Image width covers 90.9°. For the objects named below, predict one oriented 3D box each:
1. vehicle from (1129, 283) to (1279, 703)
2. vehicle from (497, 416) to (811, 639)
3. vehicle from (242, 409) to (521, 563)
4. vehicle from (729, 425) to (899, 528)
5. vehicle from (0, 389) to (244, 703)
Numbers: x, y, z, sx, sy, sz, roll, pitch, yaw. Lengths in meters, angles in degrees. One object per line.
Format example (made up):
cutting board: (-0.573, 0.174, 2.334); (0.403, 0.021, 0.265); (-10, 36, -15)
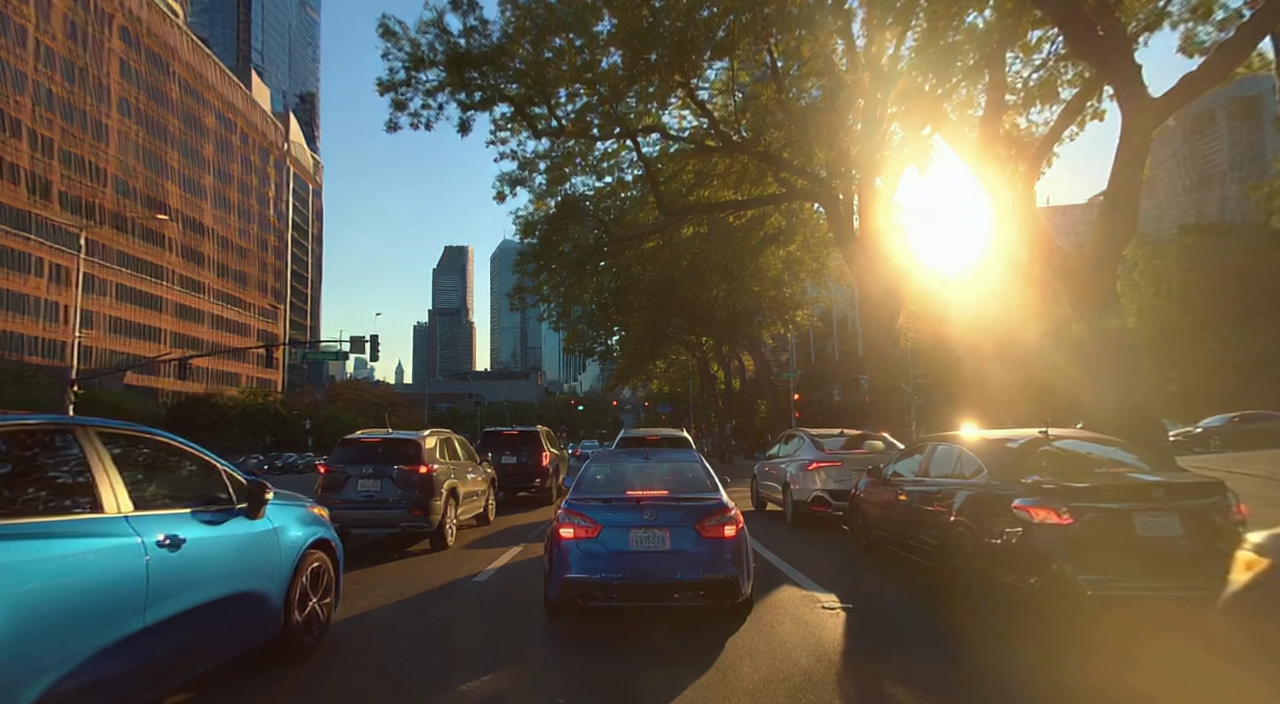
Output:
vehicle: (3.060, 0.432, 0.302); (2.108, 1.785, 4.334); (0, -9, 0)
vehicle: (0.089, 1.502, 6.372); (2.147, 1.507, 3.953); (0, -8, 0)
vehicle: (-3.371, 1.864, 9.487); (2.168, 1.719, 4.561); (-1, -9, 1)
vehicle: (3.157, 2.356, 12.501); (2.110, 1.661, 4.295); (0, -9, 0)
vehicle: (-3.394, 0.746, 1.229); (2.144, 1.505, 4.635); (-1, -9, 1)
